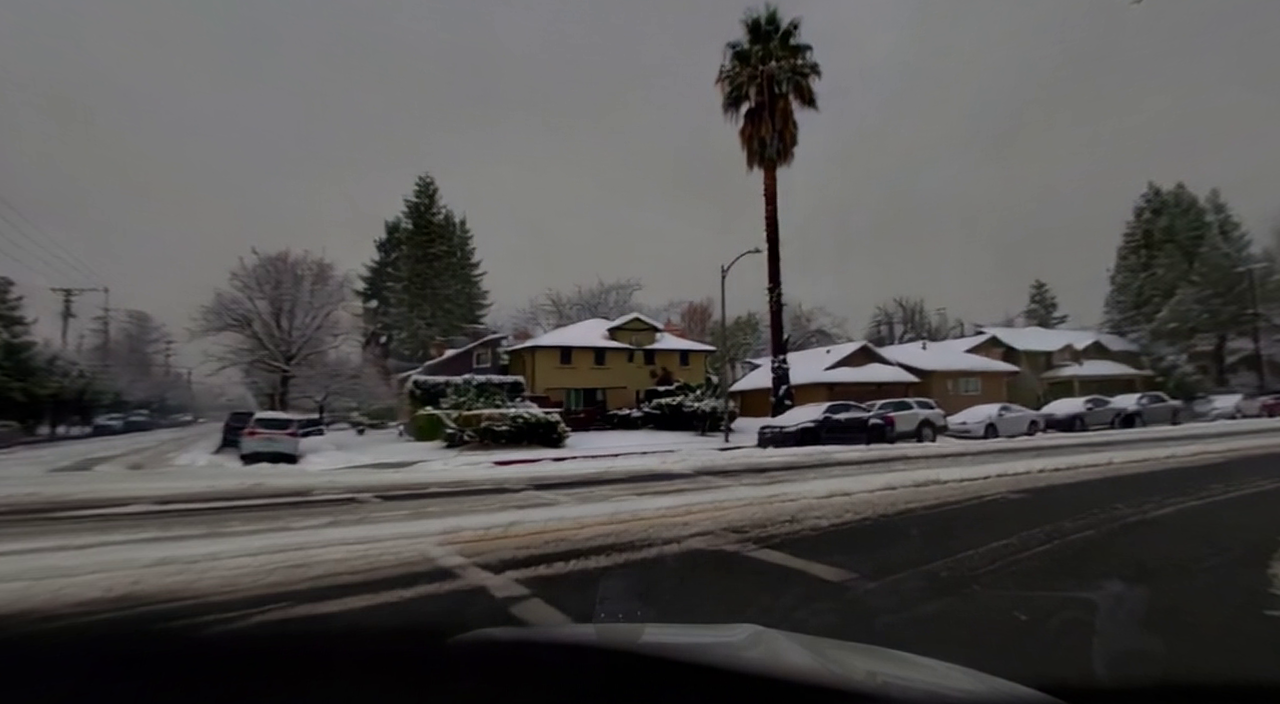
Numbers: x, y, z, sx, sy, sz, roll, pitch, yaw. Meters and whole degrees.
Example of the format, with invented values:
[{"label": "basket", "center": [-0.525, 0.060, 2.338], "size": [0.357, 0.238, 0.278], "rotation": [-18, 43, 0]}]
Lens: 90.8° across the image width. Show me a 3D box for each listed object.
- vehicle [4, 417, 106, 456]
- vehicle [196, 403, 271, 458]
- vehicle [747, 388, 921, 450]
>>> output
[{"label": "vehicle", "center": [-25.446, 3.743, 27.672], "size": [2.071, 1.538, 4.428], "rotation": [4, -9, -27]}, {"label": "vehicle", "center": [-16.450, 3.265, 25.785], "size": [2.154, 2.035, 4.261], "rotation": [5, -10, -29]}, {"label": "vehicle", "center": [6.032, 2.227, 20.128], "size": [4.866, 1.752, 1.998], "rotation": [-8, -12, 44]}]
